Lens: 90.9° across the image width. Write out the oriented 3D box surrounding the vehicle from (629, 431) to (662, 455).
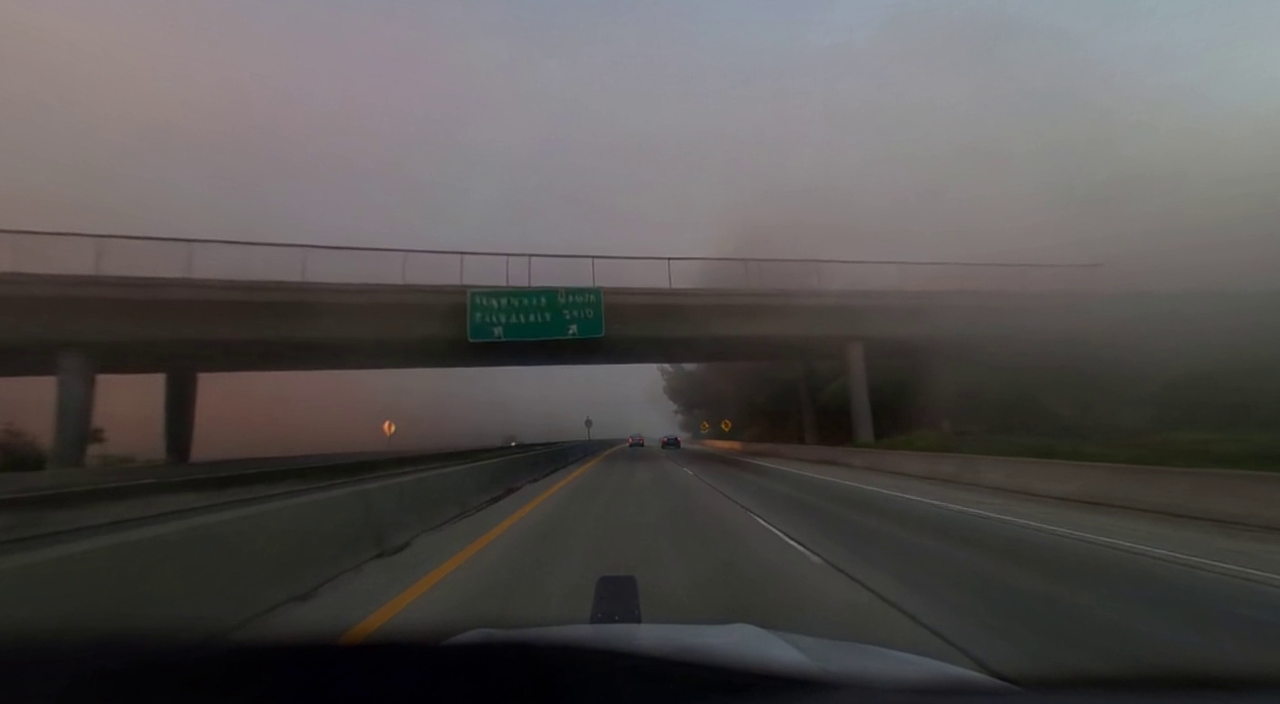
[{"bbox_3d":[0.322,6.068,42.084,1.981,1.490,3.449,0,-8,-2],"label":"vehicle"}]
